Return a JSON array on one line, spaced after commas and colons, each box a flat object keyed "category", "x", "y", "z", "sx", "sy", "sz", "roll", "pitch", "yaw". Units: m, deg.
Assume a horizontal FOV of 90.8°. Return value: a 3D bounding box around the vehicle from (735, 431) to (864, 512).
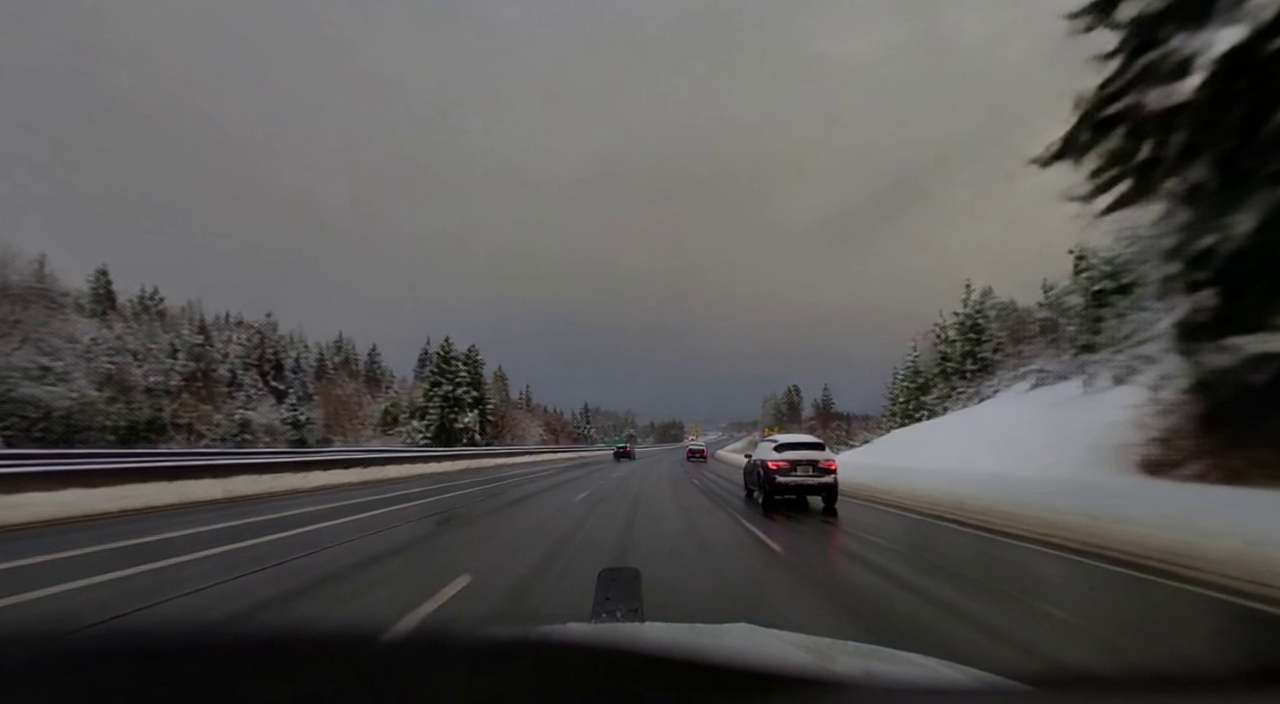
[{"category": "vehicle", "x": 3.820, "y": 2.952, "z": 16.025, "sx": 2.075, "sy": 1.743, "sz": 4.410, "roll": 0, "pitch": -9, "yaw": 0}]
